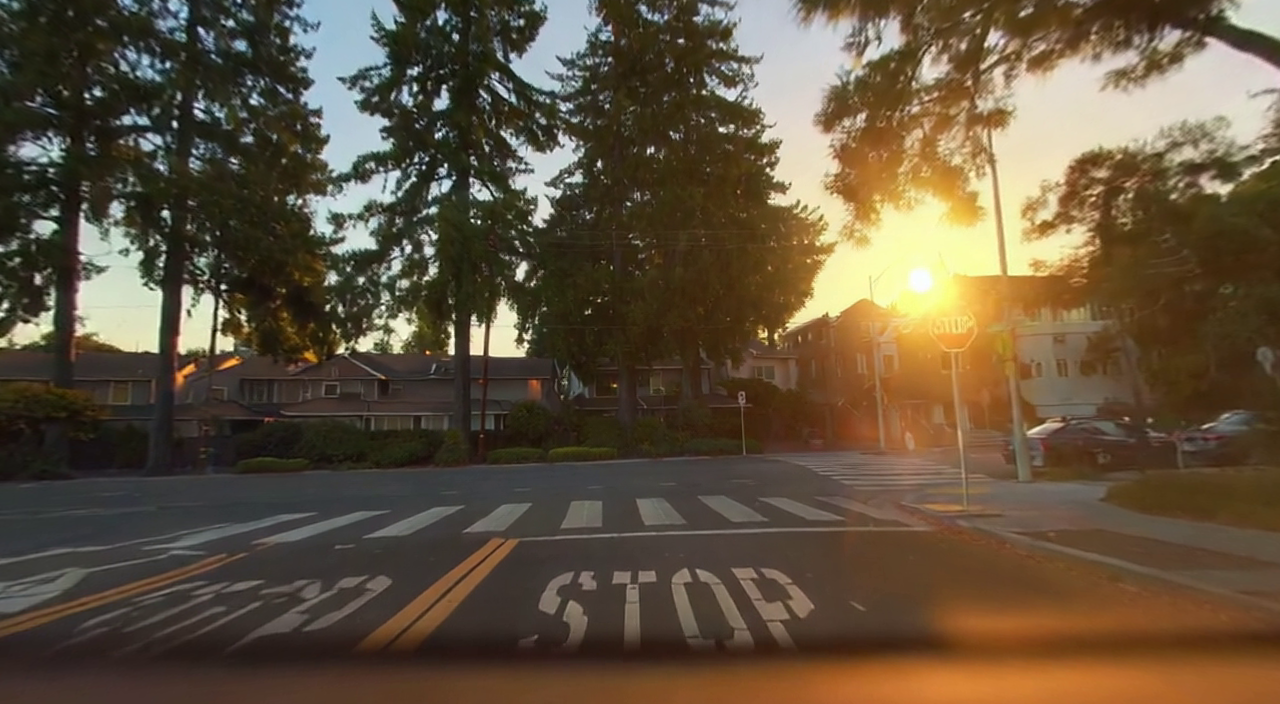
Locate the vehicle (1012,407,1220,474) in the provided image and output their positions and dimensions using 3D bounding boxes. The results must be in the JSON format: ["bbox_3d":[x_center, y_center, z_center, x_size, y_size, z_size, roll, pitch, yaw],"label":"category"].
[{"bbox_3d":[12.862,2.412,17.253,4.208,1.685,2.014,1,-8,-8],"label":"vehicle"}]
